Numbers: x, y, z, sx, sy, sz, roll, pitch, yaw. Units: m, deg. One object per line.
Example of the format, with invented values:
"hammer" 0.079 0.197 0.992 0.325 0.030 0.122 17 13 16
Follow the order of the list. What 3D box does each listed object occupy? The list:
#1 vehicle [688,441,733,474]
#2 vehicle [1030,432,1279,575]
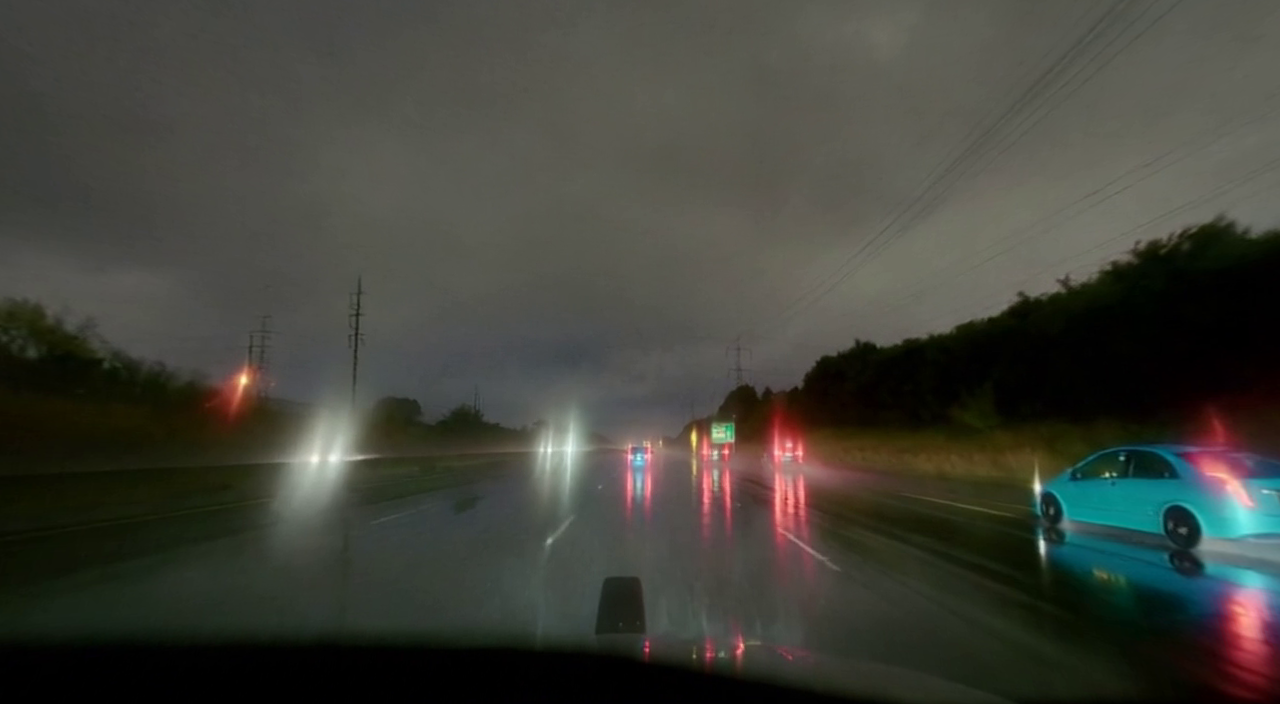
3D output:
"vehicle" 4.054 6.143 37.034 2.159 1.782 4.673 0 -9 1
"vehicle" 7.999 1.958 8.855 1.970 1.545 4.818 0 -8 0
